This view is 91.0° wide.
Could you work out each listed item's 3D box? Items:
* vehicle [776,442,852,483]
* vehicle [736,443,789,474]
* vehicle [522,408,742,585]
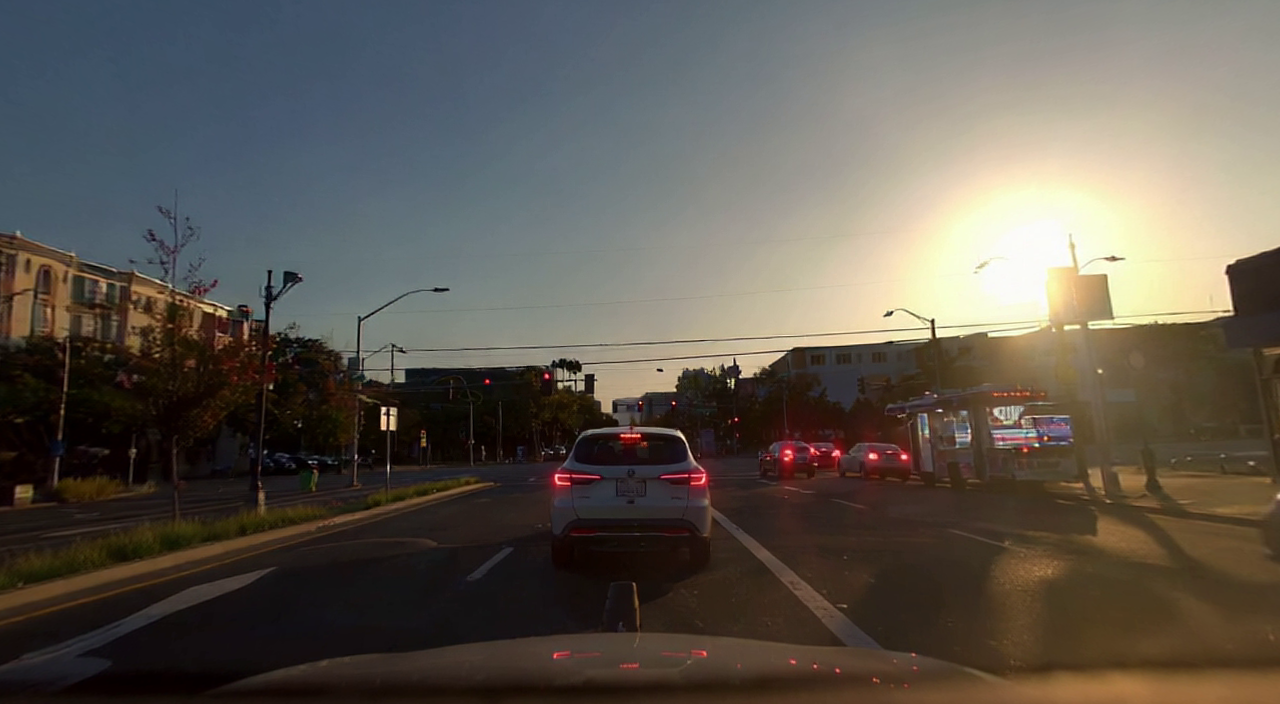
[{"bbox_3d":[6.854,4.380,25.274,1.833,1.452,4.237,0,-9,0],"label":"vehicle"},{"bbox_3d":[6.259,5.457,32.638,1.961,1.477,4.454,0,-9,2],"label":"vehicle"},{"bbox_3d":[-0.062,1.694,8.122,2.115,1.700,3.901,0,-8,1],"label":"vehicle"}]
